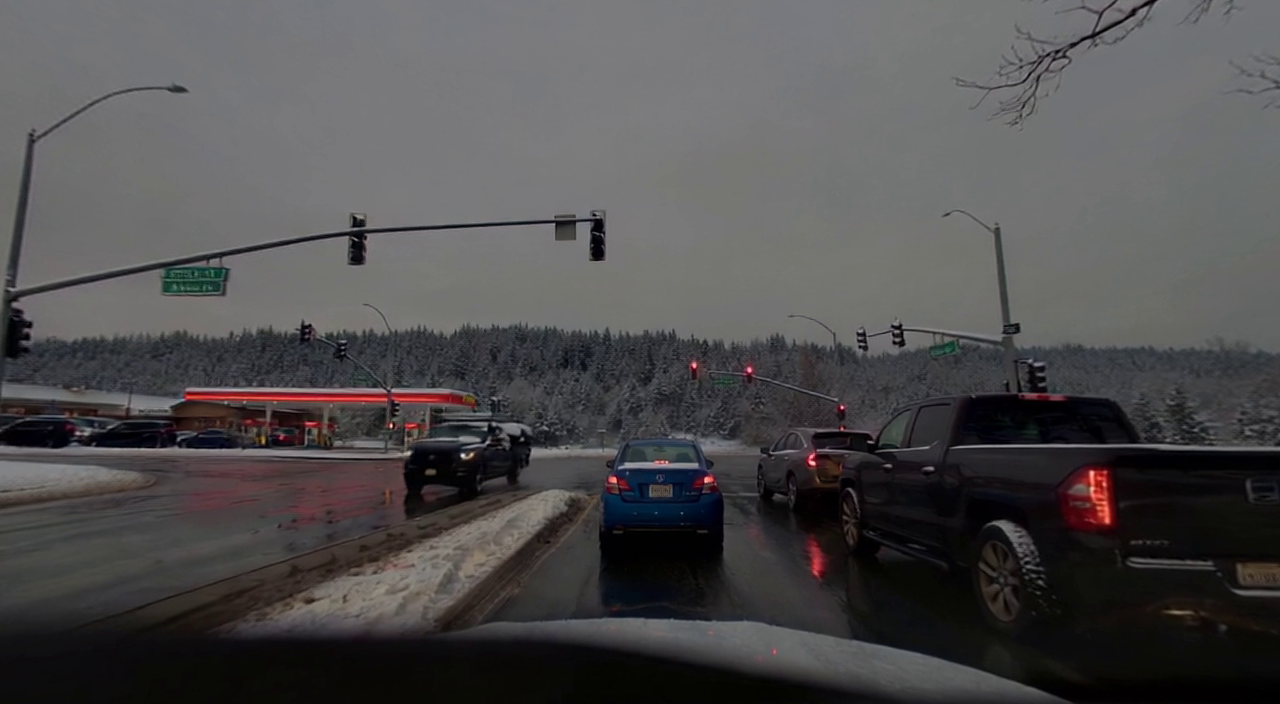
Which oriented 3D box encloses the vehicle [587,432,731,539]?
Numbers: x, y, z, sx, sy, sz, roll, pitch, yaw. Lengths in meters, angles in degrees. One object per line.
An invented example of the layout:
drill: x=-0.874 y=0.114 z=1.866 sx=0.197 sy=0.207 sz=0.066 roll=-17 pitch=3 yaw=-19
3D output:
vehicle: x=0.267 y=2.163 z=10.853 sx=2.027 sy=1.494 sz=3.824 roll=0 pitch=-8 yaw=0

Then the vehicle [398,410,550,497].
vehicle: x=-4.537 y=2.929 z=18.506 sx=2.615 sy=2.031 sz=5.638 roll=2 pitch=-8 yaw=3

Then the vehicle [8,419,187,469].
vehicle: x=-19.668 y=3.356 z=23.026 sx=4.742 sy=1.720 sz=2.107 roll=-1 pitch=-8 yaw=5

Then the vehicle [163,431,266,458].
vehicle: x=-23.085 y=5.017 z=34.313 sx=4.326 sy=1.420 sz=1.798 roll=-1 pitch=-8 yaw=4

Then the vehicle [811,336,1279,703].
vehicle: x=3.584 y=1.294 z=5.893 sx=2.277 sy=1.871 sz=6.143 roll=0 pitch=-8 yaw=0
